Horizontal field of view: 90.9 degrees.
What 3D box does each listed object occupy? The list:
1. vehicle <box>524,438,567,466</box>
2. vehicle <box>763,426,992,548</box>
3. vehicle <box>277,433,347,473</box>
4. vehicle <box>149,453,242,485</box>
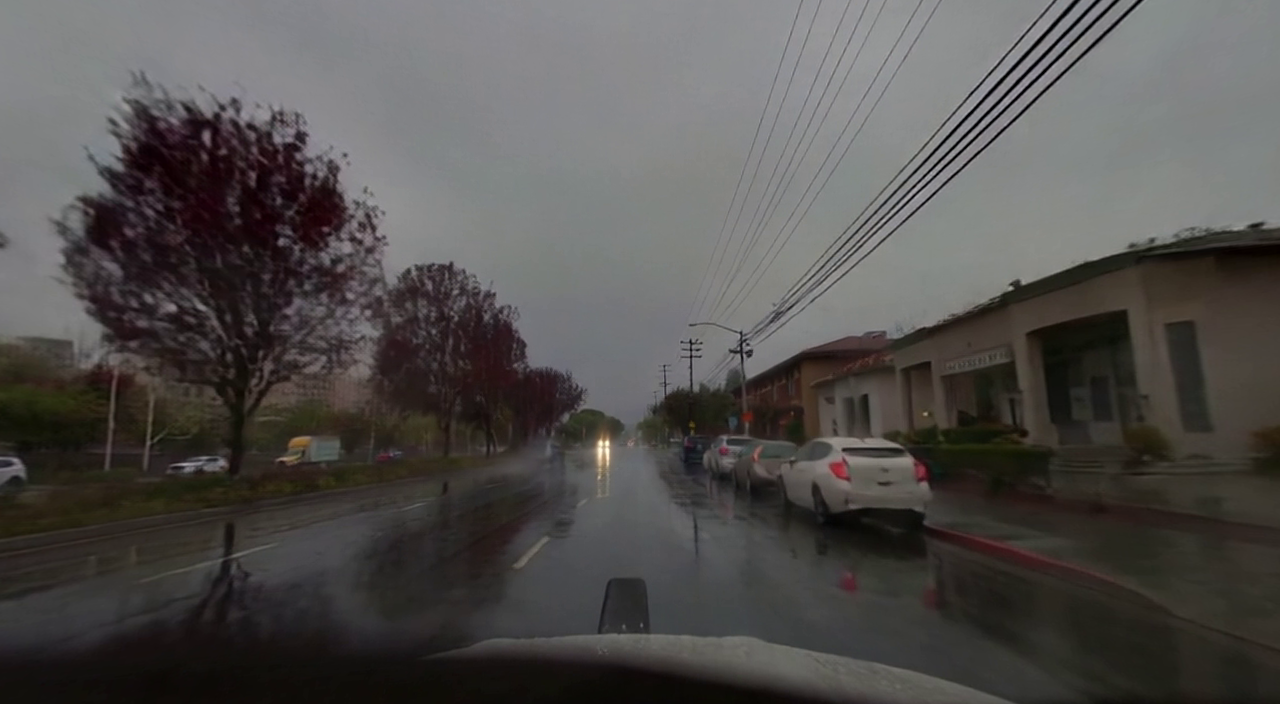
[{"bbox_3d":[-6.158,6.567,41.586,2.000,1.671,4.497,0,-8,1],"label":"vehicle"},{"bbox_3d":[3.545,2.107,10.601,2.048,1.556,4.753,0,-8,1],"label":"vehicle"},{"bbox_3d":[-25.566,7.917,49.529,2.223,2.895,5.824,0,-8,1],"label":"vehicle"},{"bbox_3d":[-25.762,6.774,36.780,2.121,1.699,4.506,0,-8,1],"label":"vehicle"}]
